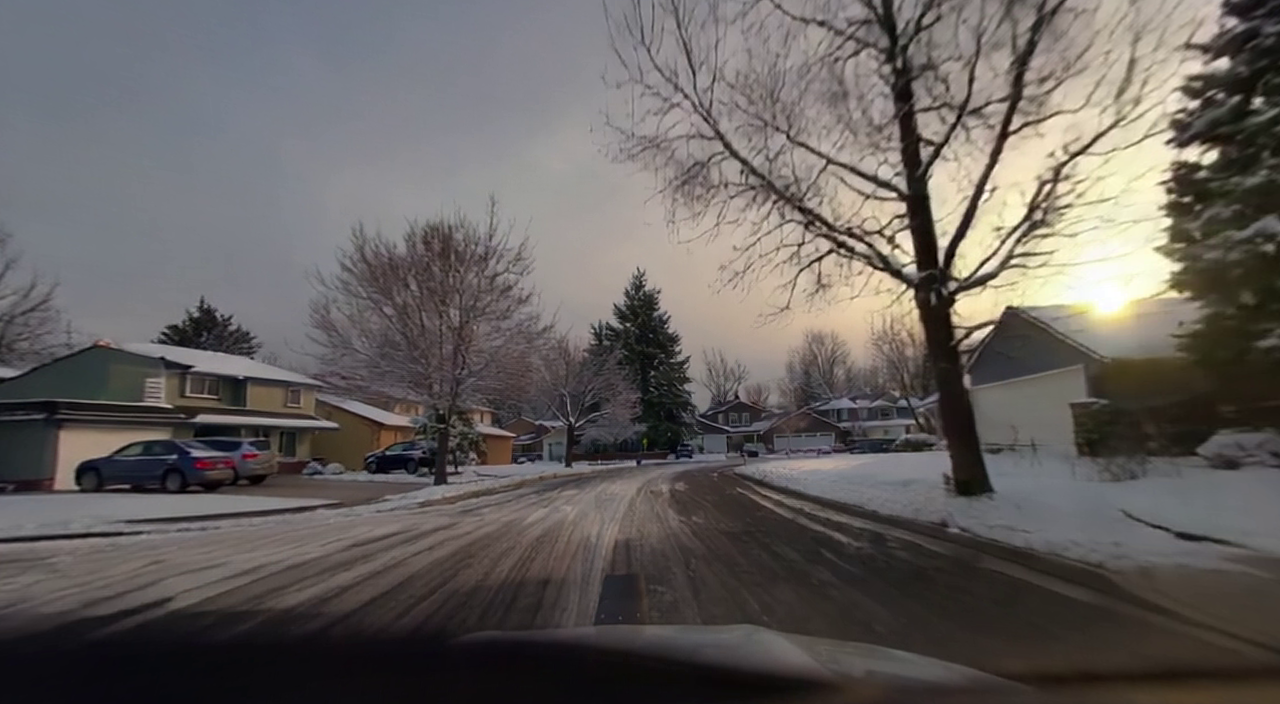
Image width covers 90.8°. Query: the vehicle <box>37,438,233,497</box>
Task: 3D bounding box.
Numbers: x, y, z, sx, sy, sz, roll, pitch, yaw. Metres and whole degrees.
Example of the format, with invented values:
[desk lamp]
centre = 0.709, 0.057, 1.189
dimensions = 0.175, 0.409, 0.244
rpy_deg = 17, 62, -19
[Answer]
[vehicle]
centre = -16.671, 3.815, 21.111
dimensions = 4.581, 1.811, 2.145
rpy_deg = 0, -9, -2
